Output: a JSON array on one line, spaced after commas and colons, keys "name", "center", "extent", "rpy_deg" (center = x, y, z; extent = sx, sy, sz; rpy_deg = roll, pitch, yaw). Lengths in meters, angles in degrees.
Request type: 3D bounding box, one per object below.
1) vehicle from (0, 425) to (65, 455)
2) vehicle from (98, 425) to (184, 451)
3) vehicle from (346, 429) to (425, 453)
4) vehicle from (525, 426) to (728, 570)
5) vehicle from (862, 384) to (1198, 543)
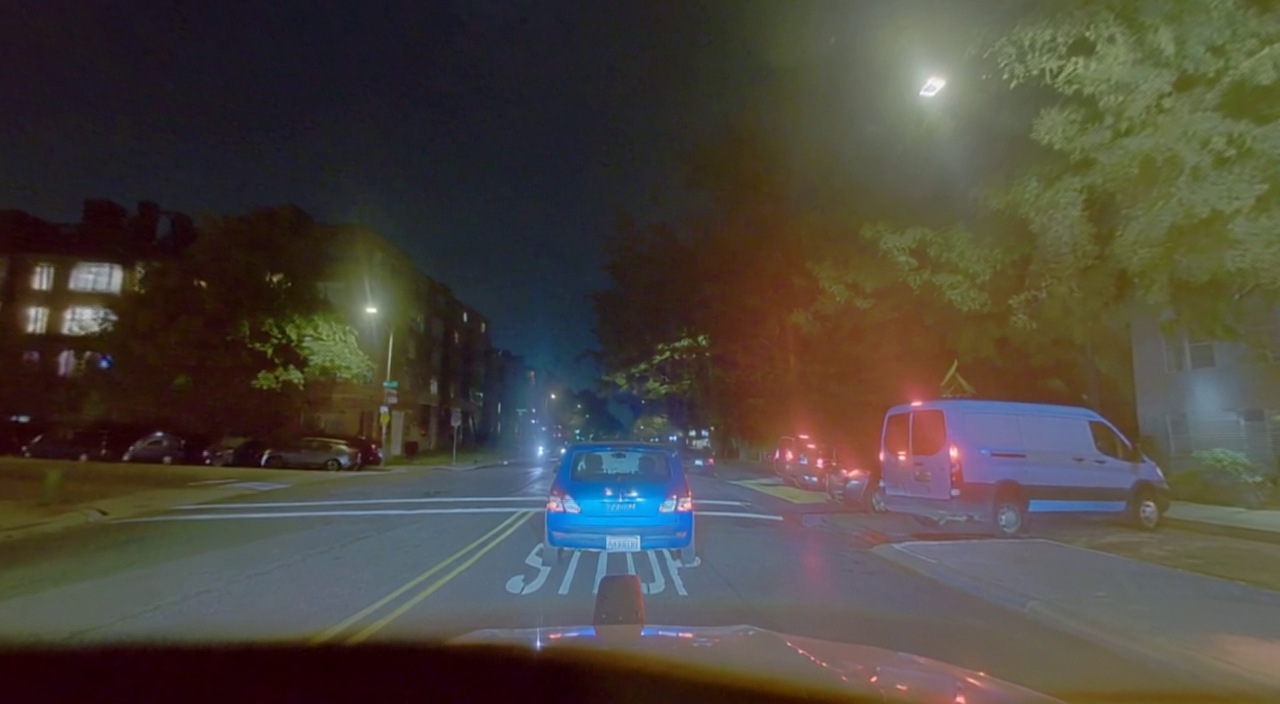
[{"name": "vehicle", "center": [-31.815, 4.394, 31.563], "extent": [4.168, 1.458, 1.904], "rpy_deg": [0, -8, -2]}, {"name": "vehicle", "center": [-31.799, 5.494, 40.304], "extent": [3.915, 1.574, 1.850], "rpy_deg": [0, -8, 3]}, {"name": "vehicle", "center": [-18.455, 6.461, 45.957], "extent": [4.892, 1.679, 1.927], "rpy_deg": [1, -8, -6]}, {"name": "vehicle", "center": [-0.210, 1.829, 8.768], "extent": [2.065, 1.450, 4.522], "rpy_deg": [0, -8, -2]}, {"name": "vehicle", "center": [6.654, 1.818, 10.761], "extent": [5.385, 2.146, 2.143], "rpy_deg": [4, -9, -25]}]
